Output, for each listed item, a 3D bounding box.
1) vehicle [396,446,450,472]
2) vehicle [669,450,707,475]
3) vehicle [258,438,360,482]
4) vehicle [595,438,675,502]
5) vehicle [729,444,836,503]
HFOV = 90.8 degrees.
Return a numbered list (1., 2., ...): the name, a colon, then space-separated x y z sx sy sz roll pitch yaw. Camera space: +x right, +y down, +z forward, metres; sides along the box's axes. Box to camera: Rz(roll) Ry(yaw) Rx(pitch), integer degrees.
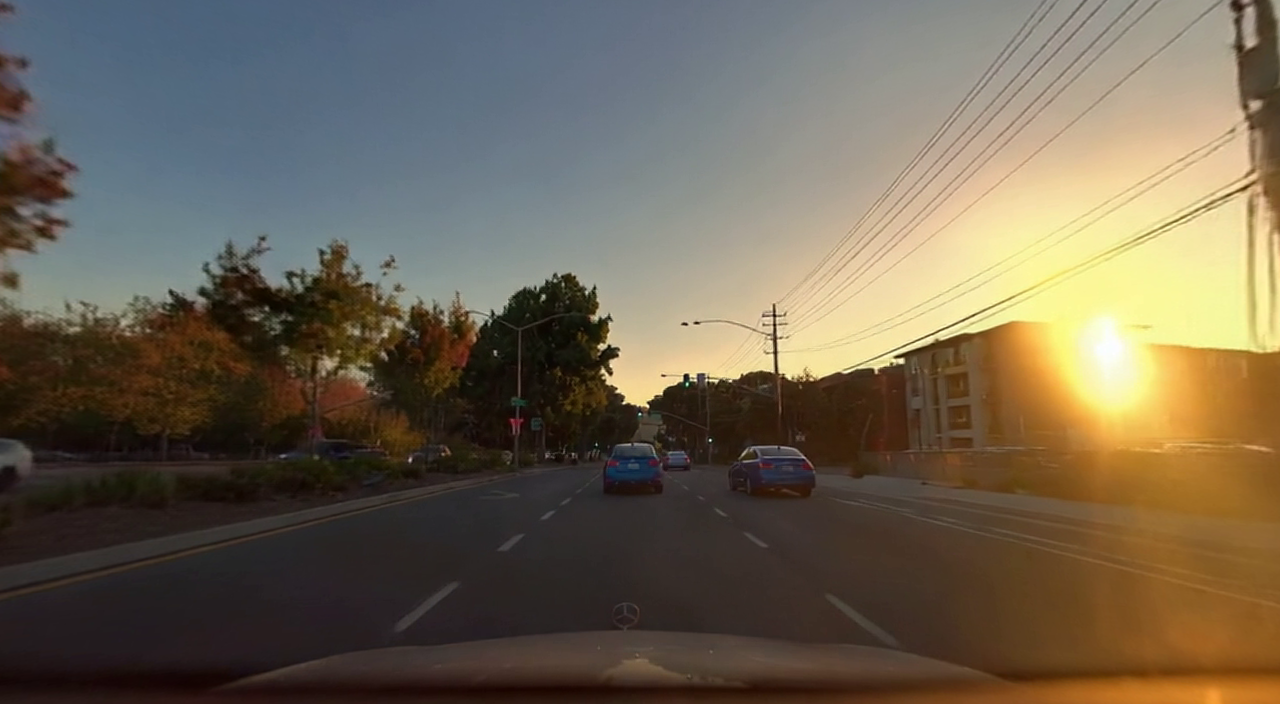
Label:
1. vehicle: -14.443 7.132 42.315 2.064 1.676 4.332 0 -9 1
2. vehicle: 3.081 7.201 41.316 2.054 1.461 4.321 0 -8 -1
3. vehicle: -14.212 4.653 27.486 2.064 1.745 4.495 0 -9 -1
4. vehicle: -0.178 3.350 18.355 2.073 1.606 3.933 0 -8 -1
5. vehicle: 4.104 3.566 19.003 2.086 1.534 4.351 0 -9 -1
